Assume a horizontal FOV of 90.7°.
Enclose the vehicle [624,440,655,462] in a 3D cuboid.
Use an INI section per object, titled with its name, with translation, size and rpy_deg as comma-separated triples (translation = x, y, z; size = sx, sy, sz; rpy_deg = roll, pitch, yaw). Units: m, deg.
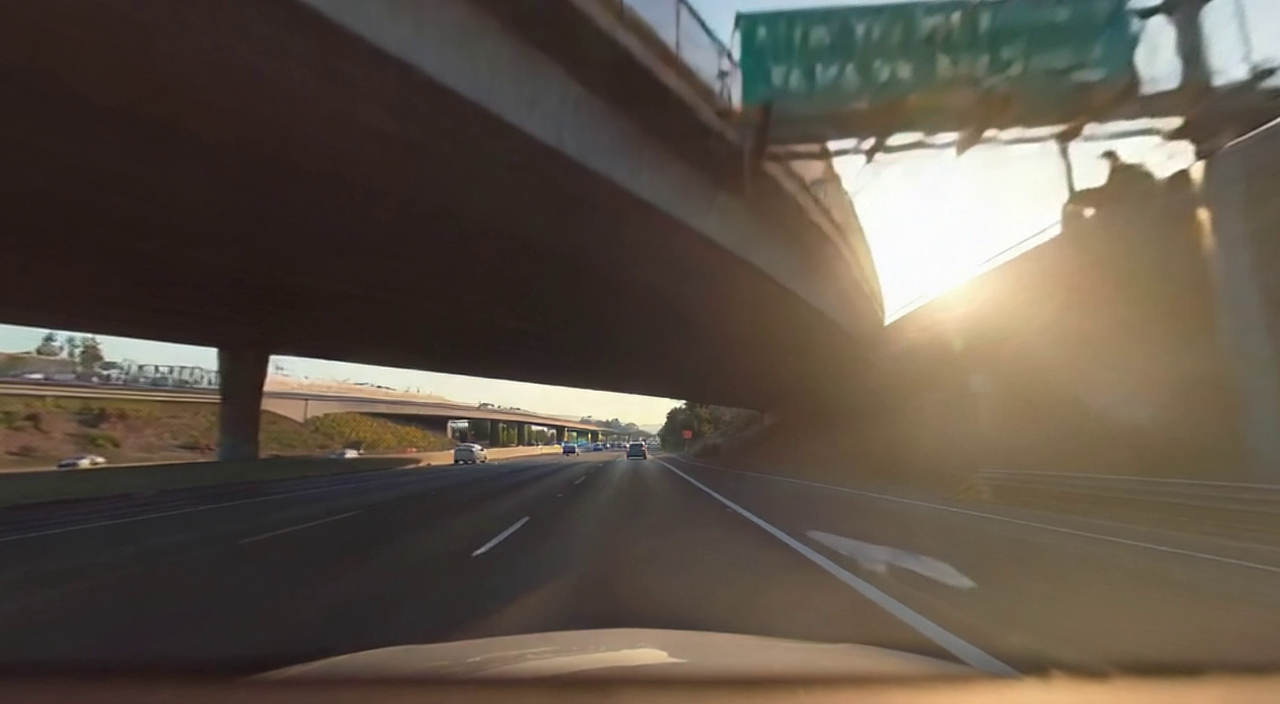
[vehicle]
translation = -0.079, 7.016, 45.062
size = 2.086, 1.472, 4.168
rpy_deg = 0, -8, -1
